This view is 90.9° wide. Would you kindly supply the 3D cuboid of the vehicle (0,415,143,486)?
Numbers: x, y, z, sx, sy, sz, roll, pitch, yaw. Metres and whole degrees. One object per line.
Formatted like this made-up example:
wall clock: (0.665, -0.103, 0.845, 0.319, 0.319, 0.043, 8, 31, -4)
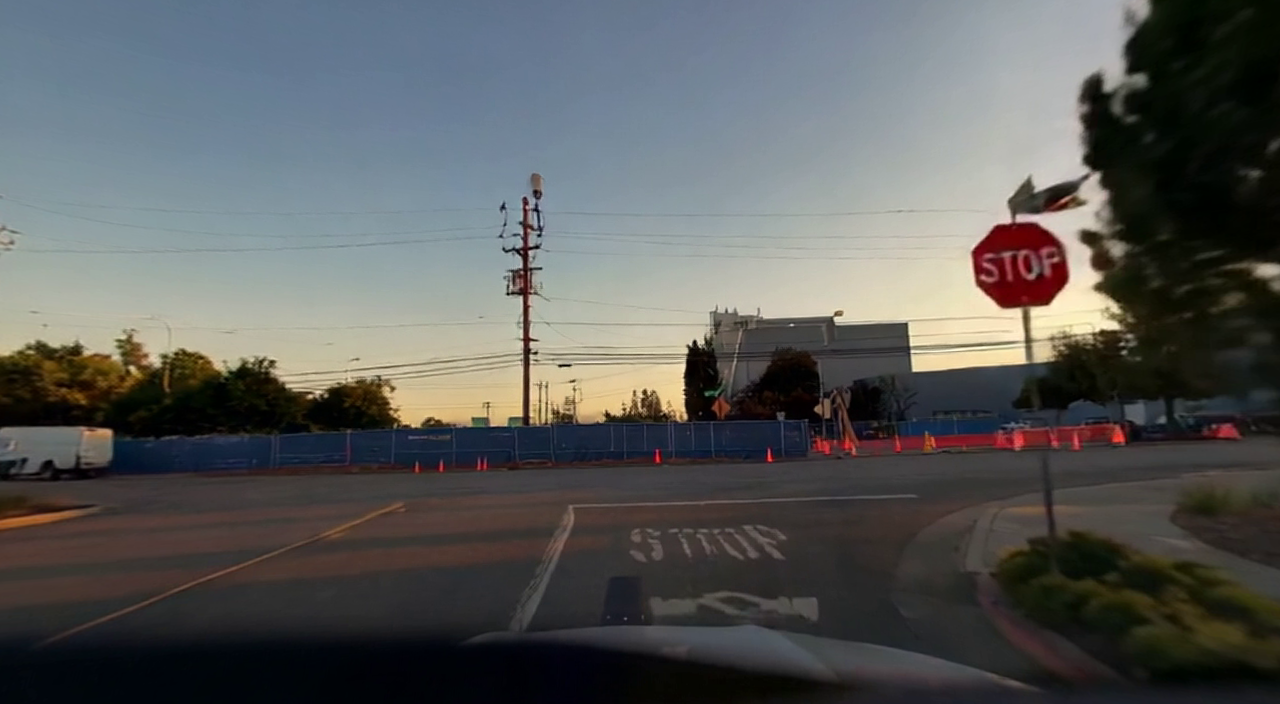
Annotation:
vehicle: (-27.789, 4.606, 29.269, 6.847, 2.992, 3.170, -2, -9, 5)
